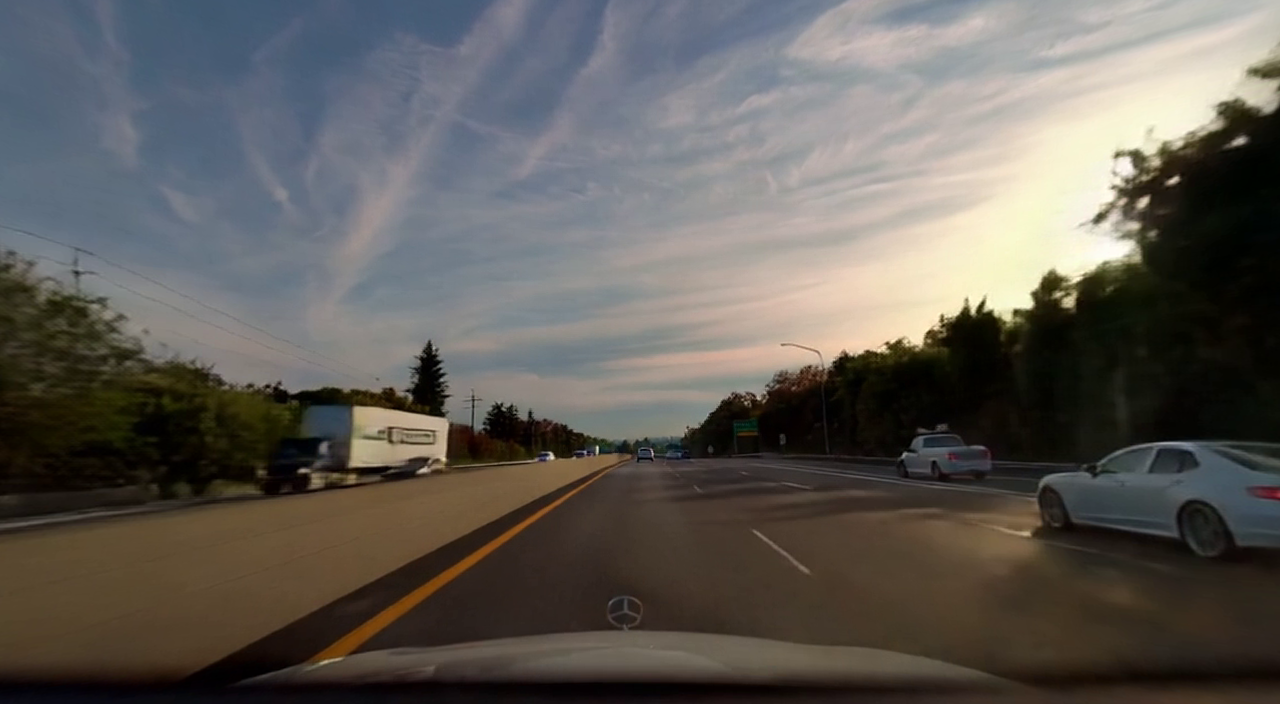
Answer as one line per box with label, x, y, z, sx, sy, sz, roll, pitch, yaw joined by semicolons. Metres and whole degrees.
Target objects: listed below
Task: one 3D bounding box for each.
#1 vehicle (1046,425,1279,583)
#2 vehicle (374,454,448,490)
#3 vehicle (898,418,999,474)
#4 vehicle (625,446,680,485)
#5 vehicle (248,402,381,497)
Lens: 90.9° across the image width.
vehicle;7.152;1.625;7.110;1.977;1.502;4.670;0;-9;-1
vehicle;-11.255;5.915;31.295;2.090;1.604;4.087;0;-9;1
vehicle;14.674;4.555;30.399;2.115;2.446;5.323;0;-9;0
vehicle;0.518;4.826;27.102;2.177;1.520;4.278;0;-9;0
vehicle;-15.096;4.598;29.870;2.978;4.012;5.911;0;-9;0
